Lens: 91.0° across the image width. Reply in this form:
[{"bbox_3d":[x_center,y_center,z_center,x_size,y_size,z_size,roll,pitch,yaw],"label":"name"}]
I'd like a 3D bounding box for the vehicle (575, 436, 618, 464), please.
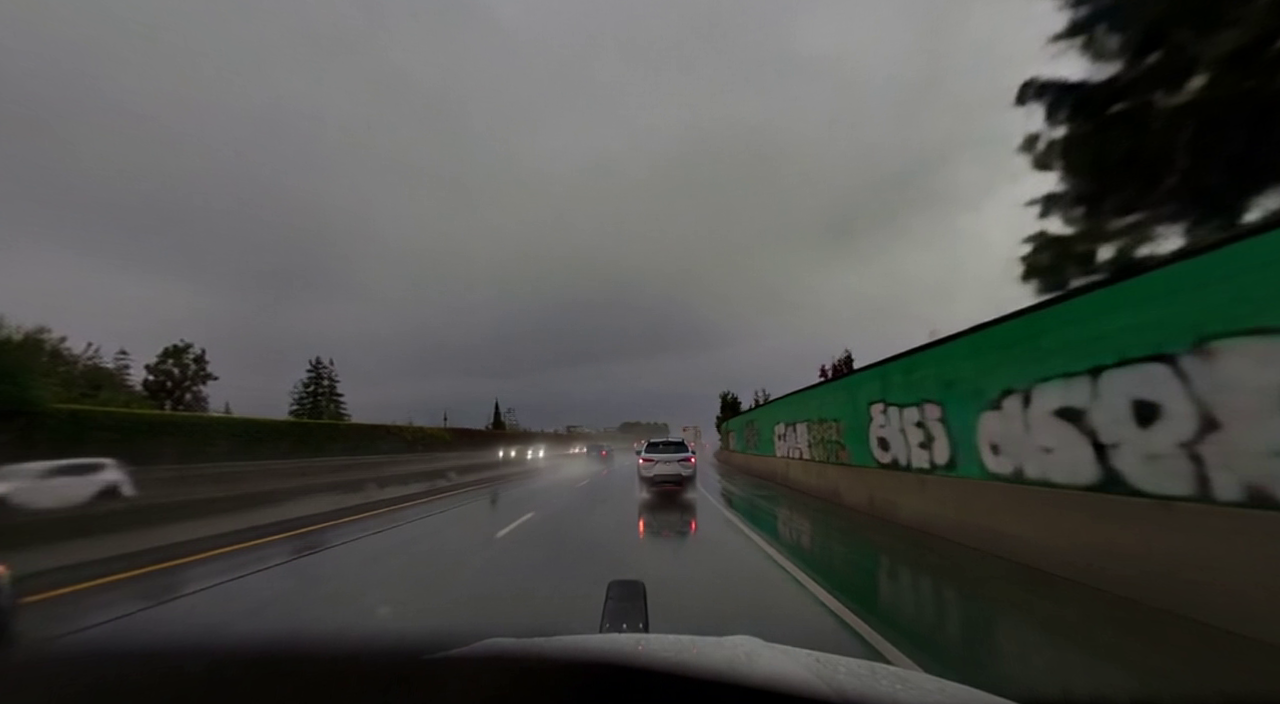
[{"bbox_3d":[-2.554,5.898,37.967,2.105,1.571,3.727,-1,-8,3],"label":"vehicle"}]

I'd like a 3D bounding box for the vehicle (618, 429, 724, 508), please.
[{"bbox_3d":[0.631,2.578,14.369,2.077,1.533,3.854,0,-8,1],"label":"vehicle"}]
